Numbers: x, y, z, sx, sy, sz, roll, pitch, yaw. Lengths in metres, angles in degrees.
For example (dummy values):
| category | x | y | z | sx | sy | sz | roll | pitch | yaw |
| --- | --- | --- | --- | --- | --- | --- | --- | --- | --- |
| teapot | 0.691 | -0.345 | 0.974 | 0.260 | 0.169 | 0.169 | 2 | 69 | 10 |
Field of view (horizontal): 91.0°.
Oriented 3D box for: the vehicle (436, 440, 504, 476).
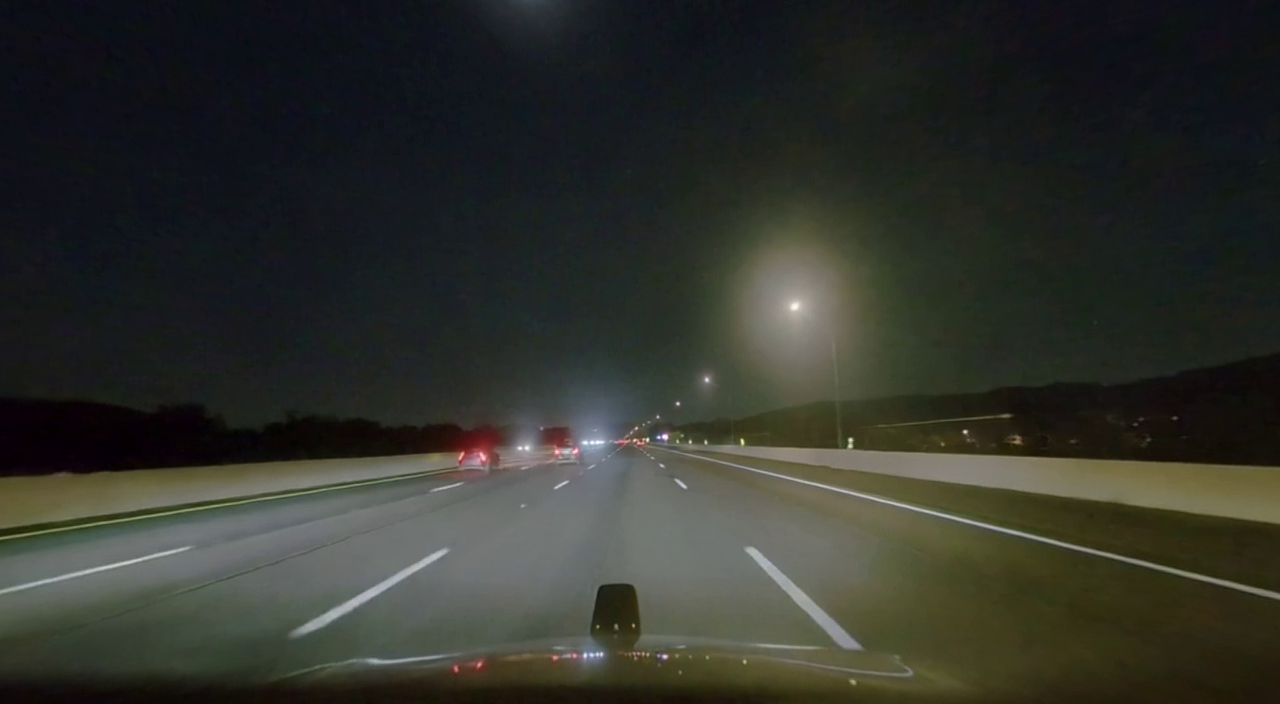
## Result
| category | x | y | z | sx | sy | sz | roll | pitch | yaw |
| --- | --- | --- | --- | --- | --- | --- | --- | --- | --- |
| vehicle | -7.985 | 5.009 | 30.080 | 1.924 | 1.519 | 4.791 | -1 | -8 | 0 |

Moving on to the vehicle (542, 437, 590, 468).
| category | x | y | z | sx | sy | sz | roll | pitch | yaw |
| --- | --- | --- | --- | --- | --- | --- | --- | --- | --- |
| vehicle | -4.259 | 5.859 | 37.061 | 2.200 | 1.662 | 5.091 | -1 | -8 | 0 |
